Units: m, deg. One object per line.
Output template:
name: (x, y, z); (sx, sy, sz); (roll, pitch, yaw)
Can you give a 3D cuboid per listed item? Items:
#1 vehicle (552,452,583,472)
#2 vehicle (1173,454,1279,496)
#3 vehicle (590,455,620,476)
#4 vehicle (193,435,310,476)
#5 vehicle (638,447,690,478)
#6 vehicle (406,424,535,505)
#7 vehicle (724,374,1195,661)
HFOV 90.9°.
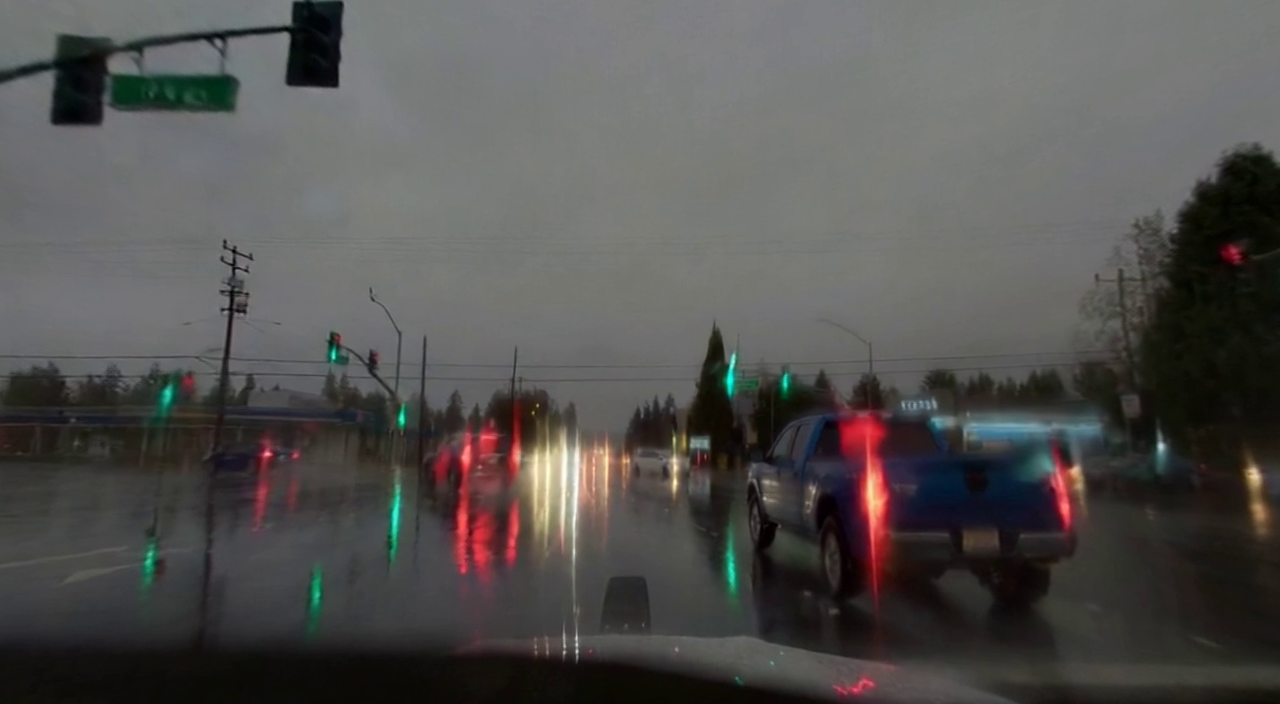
vehicle: (-5.615, 8.499, 49.040); (1.856, 1.448, 4.455); (0, -9, 1)
vehicle: (23.026, 4.547, 23.525); (4.426, 1.455, 1.980); (0, -9, -1)
vehicle: (-2.336, 7.482, 41.809); (1.898, 1.281, 4.013); (0, -9, -3)
vehicle: (-17.435, 4.641, 28.295); (4.498, 1.725, 1.921); (-3, -9, 18)
vehicle: (1.352, 6.574, 37.721); (1.977, 1.726, 4.721); (2, -9, -12)
vehicle: (-4.810, 3.014, 17.317); (2.141, 1.842, 4.889); (5, -10, -30)
vehicle: (2.427, 1.444, 6.724); (2.036, 1.818, 5.192); (0, -9, -3)
